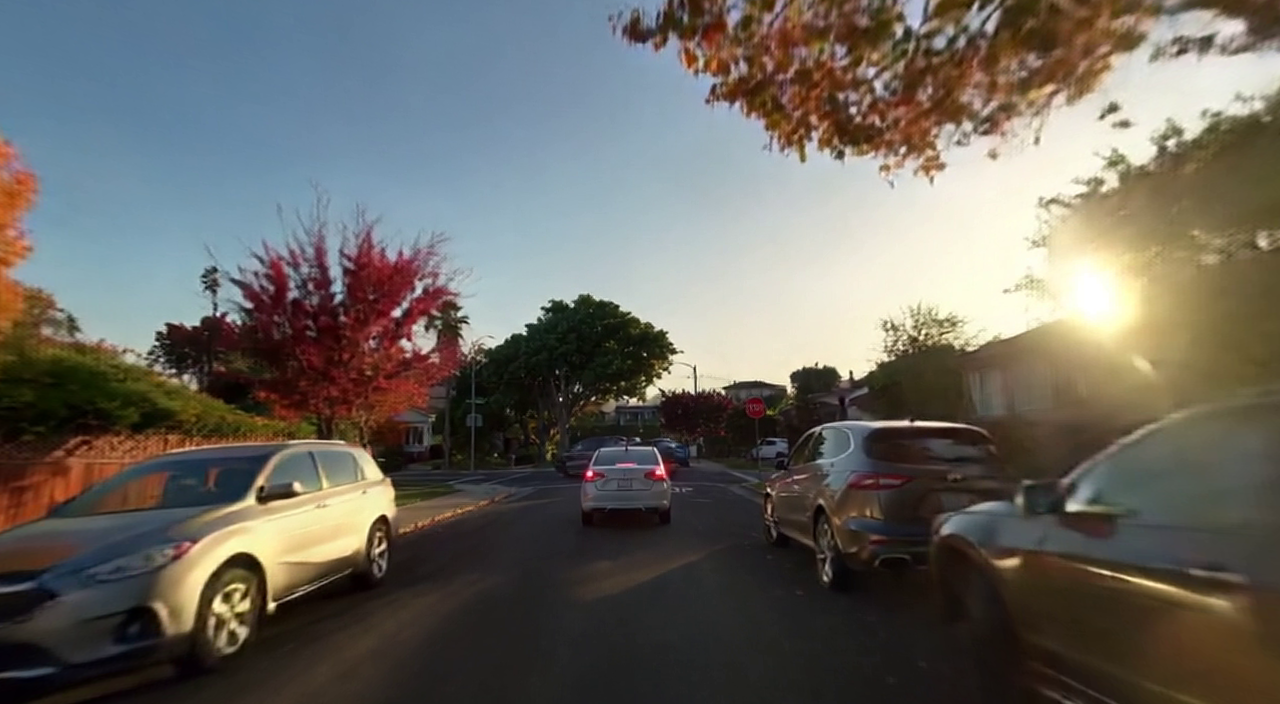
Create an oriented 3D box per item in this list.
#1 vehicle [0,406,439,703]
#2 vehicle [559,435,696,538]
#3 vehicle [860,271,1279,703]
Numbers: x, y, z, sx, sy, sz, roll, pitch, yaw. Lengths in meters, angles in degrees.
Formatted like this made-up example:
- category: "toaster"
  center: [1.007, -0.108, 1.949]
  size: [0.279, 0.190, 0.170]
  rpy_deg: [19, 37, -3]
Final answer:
- category: "vehicle"
  center: [-3.374, 1.420, 5.328]
  size: [1.965, 1.657, 4.104]
  rpy_deg: [0, -8, 0]
- category: "vehicle"
  center: [-0.178, 2.298, 11.345]
  size: [2.010, 1.499, 4.107]
  rpy_deg: [0, -9, 0]
- category: "vehicle"
  center: [2.497, 0.688, 1.626]
  size: [2.136, 1.650, 4.837]
  rpy_deg: [0, -9, 1]
